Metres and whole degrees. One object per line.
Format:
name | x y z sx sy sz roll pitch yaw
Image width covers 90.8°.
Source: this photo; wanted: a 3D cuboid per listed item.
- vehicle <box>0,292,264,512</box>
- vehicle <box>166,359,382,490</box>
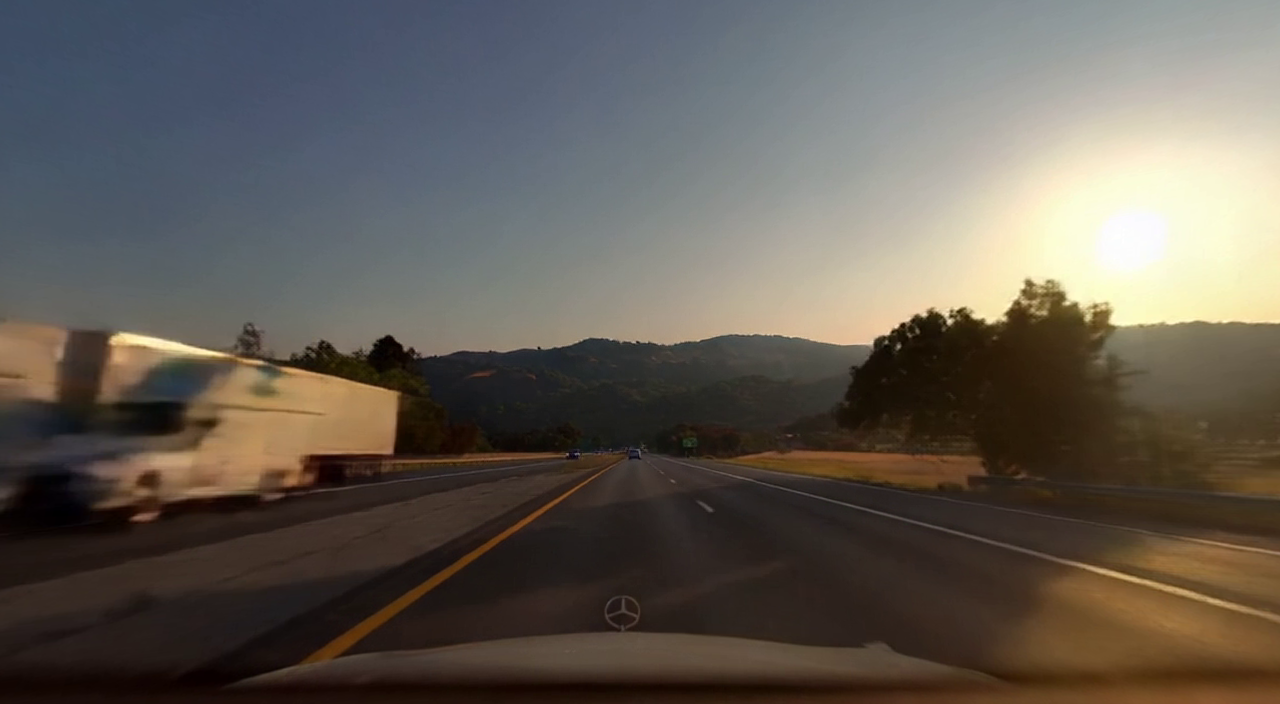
vehicle | -12.459 1.216 13.134 2.962 3.737 10.070 0 -9 0
vehicle | -12.520 2.761 22.835 2.842 3.889 8.008 0 -9 0
